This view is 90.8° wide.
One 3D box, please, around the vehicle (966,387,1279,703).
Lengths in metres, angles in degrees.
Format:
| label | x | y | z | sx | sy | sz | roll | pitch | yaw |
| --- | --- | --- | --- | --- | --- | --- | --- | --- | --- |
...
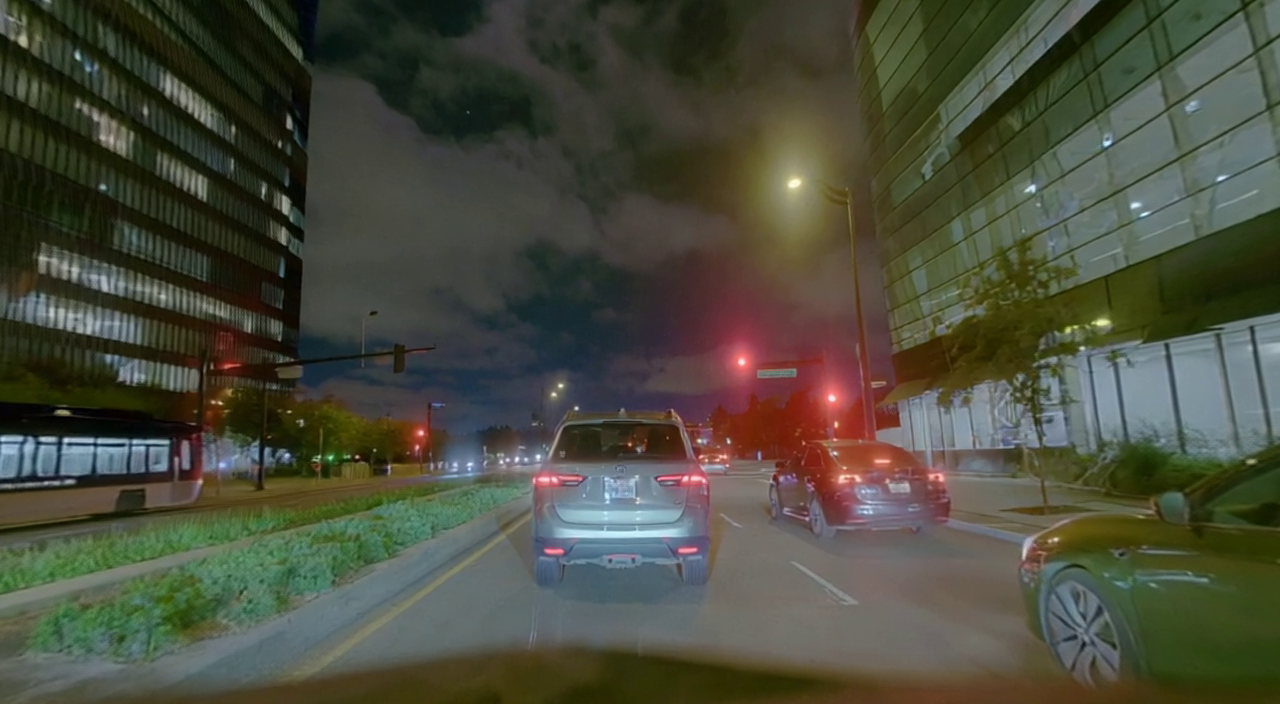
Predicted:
| label | x | y | z | sx | sy | sz | roll | pitch | yaw |
| --- | --- | --- | --- | --- | --- | --- | --- | --- | --- |
| vehicle | 3.136 | 0.824 | 1.847 | 1.993 | 1.480 | 4.324 | 0 | -8 | -1 |

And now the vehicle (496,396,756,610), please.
| label | x | y | z | sx | sy | sz | roll | pitch | yaw |
| --- | --- | --- | --- | --- | --- | --- | --- | --- | --- |
| vehicle | -0.190 | 1.579 | 7.518 | 2.178 | 1.779 | 4.255 | 0 | -8 | -2 |

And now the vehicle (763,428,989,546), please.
| label | x | y | z | sx | sy | sz | roll | pitch | yaw |
| --- | --- | --- | --- | --- | --- | --- | --- | --- | --- |
| vehicle | 3.633 | 2.156 | 10.766 | 2.128 | 1.582 | 4.188 | 0 | -8 | -2 |

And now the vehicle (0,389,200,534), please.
| label | x | y | z | sx | sy | sz | roll | pitch | yaw |
| --- | --- | --- | --- | --- | --- | --- | --- | --- | --- |
| vehicle | -19.759 | 3.630 | 20.247 | 3.393 | 4.045 | 11.306 | -5 | -10 | -1 |
